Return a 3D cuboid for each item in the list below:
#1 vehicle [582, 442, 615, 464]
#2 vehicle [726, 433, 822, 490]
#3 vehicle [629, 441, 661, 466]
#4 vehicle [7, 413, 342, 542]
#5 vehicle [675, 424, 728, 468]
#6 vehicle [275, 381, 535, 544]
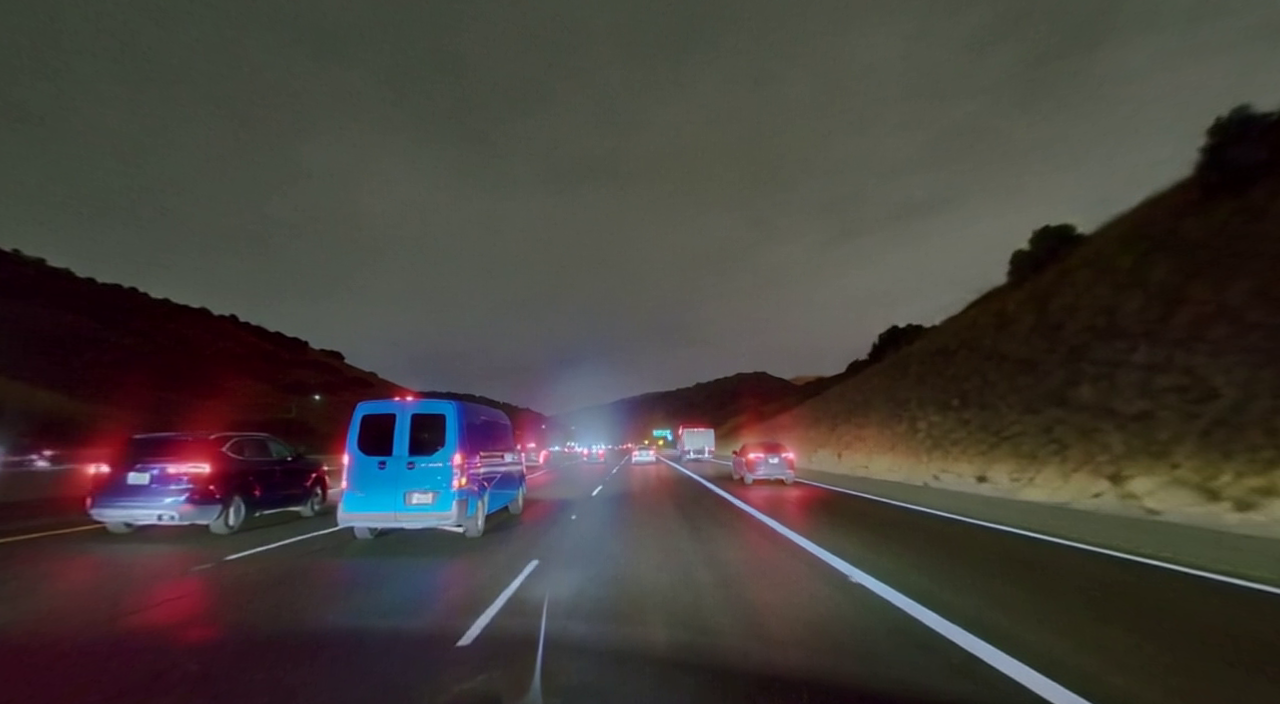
[{"bbox_3d":[-3.094,7.669,47.952,2.138,1.581,4.340,0,-9,1],"label":"vehicle"},{"bbox_3d":[4.072,3.416,19.867,2.051,1.598,4.145,0,-9,-1],"label":"vehicle"},{"bbox_3d":[0.309,6.659,41.232,2.014,1.543,3.804,0,-9,0],"label":"vehicle"},{"bbox_3d":[-7.447,2.068,10.992,2.054,1.715,4.928,0,-9,0],"label":"vehicle"},{"bbox_3d":[4.085,6.471,43.314,2.877,2.730,7.831,0,-9,0],"label":"vehicle"},{"bbox_3d":[-3.669,1.937,11.492,2.421,2.203,5.775,0,-9,1],"label":"vehicle"}]
